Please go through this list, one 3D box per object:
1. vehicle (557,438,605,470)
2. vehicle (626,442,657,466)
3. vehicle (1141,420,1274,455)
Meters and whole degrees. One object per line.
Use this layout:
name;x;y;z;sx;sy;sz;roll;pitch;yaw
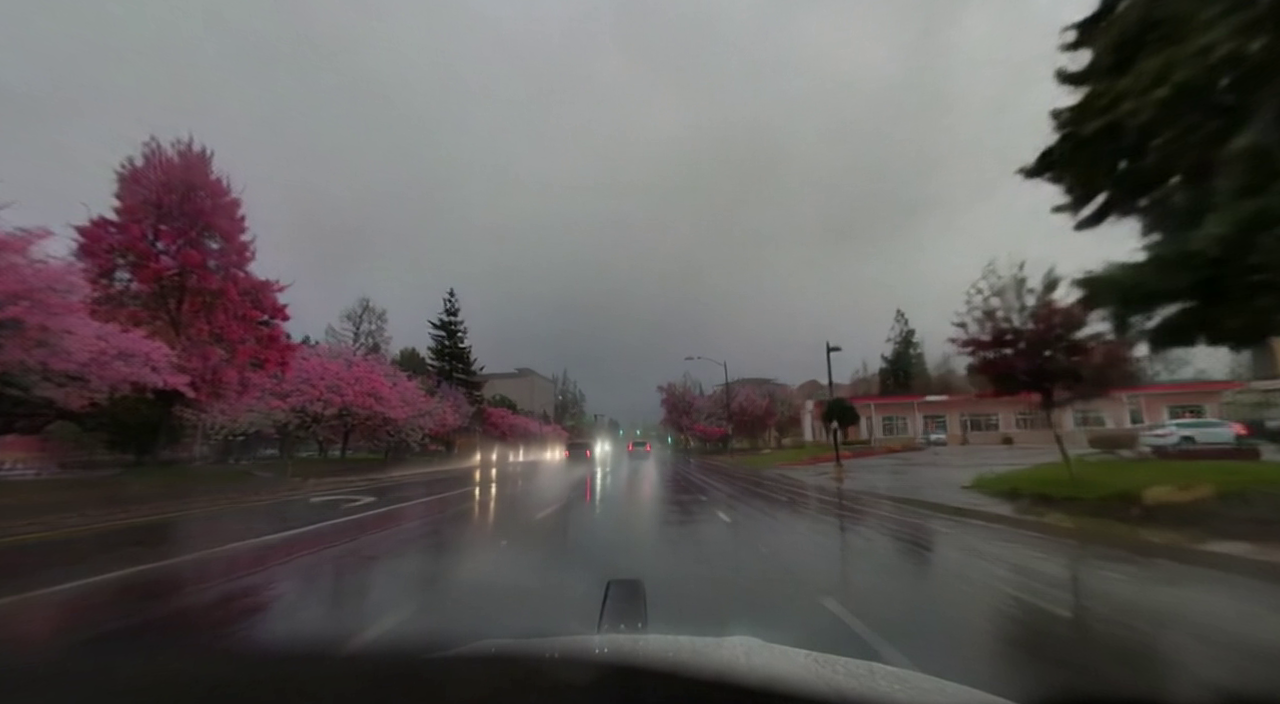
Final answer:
vehicle;-3.620;6.407;39.533;2.453;1.844;4.751;0;-8;1
vehicle;0.094;7.547;46.504;2.149;1.701;4.379;0;-8;0
vehicle;25.301;3.887;28.234;1.728;1.443;4.505;0;-8;-1
